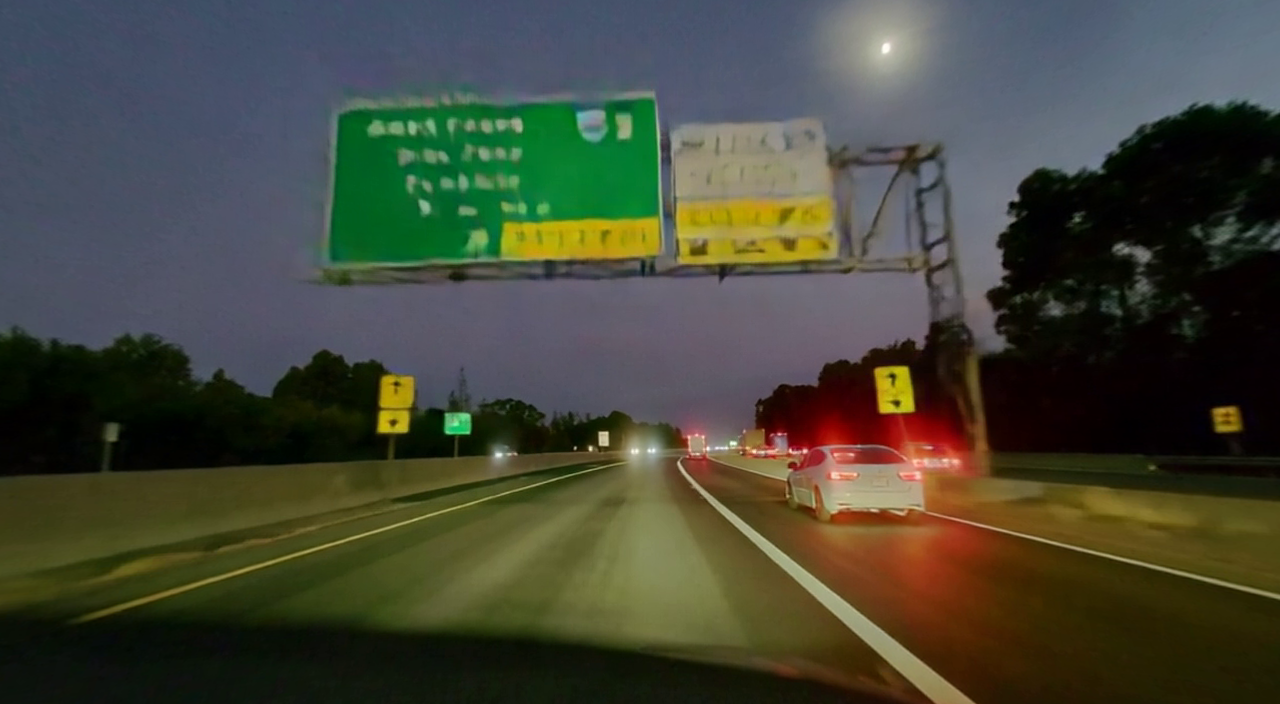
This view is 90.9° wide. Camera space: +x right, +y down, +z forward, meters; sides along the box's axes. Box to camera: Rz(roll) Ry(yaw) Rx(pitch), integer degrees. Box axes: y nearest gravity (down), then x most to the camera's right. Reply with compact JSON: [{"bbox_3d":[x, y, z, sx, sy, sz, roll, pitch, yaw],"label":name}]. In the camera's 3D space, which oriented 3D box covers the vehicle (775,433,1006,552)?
[{"bbox_3d":[3.606,2.095,10.061,1.938,1.456,4.204,0,-9,0],"label":"vehicle"}]
